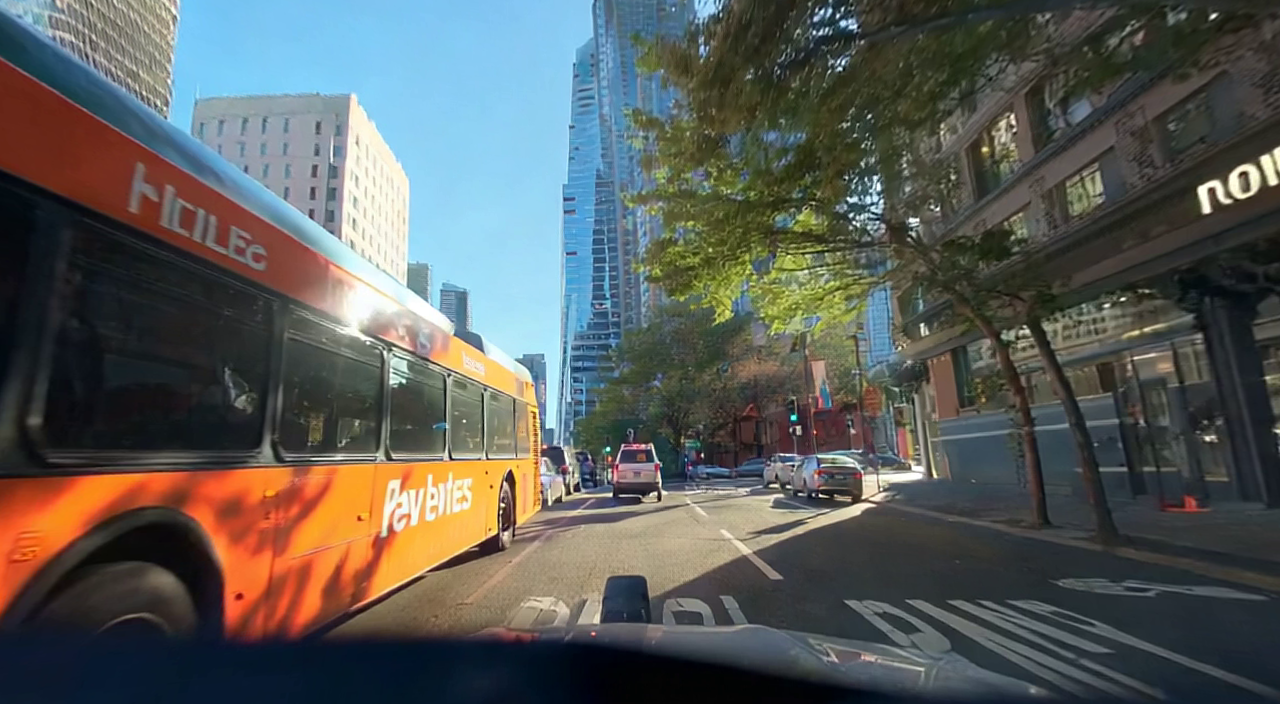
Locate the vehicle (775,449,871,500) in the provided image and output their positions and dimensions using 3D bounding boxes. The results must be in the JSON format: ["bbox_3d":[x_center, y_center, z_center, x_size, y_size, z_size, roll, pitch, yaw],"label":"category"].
[{"bbox_3d":[6.026,4.073,21.432,1.919,1.529,4.558,0,-9,0],"label":"vehicle"}]

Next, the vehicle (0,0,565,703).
[{"bbox_3d":[-2.987,0.632,5.608,2.922,3.323,13.151,0,-9,1],"label":"vehicle"}]

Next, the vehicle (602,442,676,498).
[{"bbox_3d":[0.008,4.135,22.549,2.328,1.746,5.072,0,-9,1],"label":"vehicle"}]

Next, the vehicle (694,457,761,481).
[{"bbox_3d":[6.234,8.282,44.876,4.551,1.500,1.944,5,-10,-32],"label":"vehicle"}]
